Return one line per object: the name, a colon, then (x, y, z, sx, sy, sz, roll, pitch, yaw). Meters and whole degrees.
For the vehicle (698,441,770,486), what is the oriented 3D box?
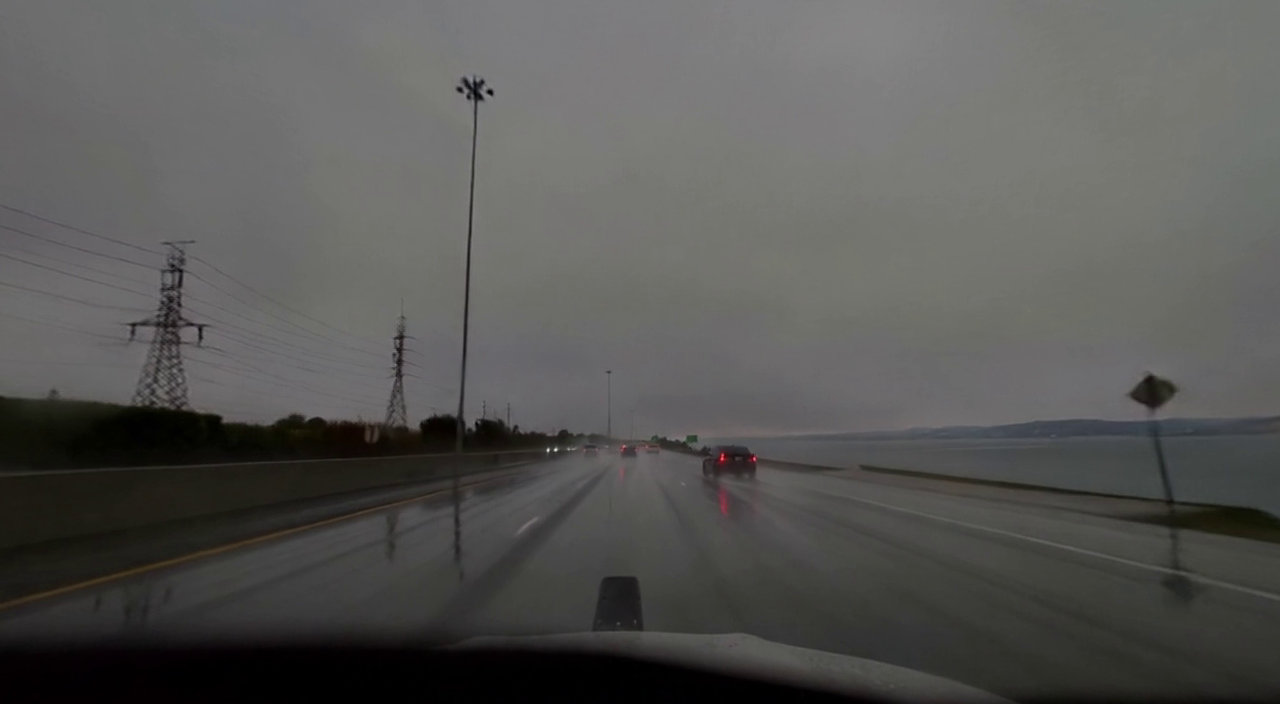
vehicle: (3.390, 4.106, 23.583, 1.890, 1.490, 4.373, 0, -8, -1)
